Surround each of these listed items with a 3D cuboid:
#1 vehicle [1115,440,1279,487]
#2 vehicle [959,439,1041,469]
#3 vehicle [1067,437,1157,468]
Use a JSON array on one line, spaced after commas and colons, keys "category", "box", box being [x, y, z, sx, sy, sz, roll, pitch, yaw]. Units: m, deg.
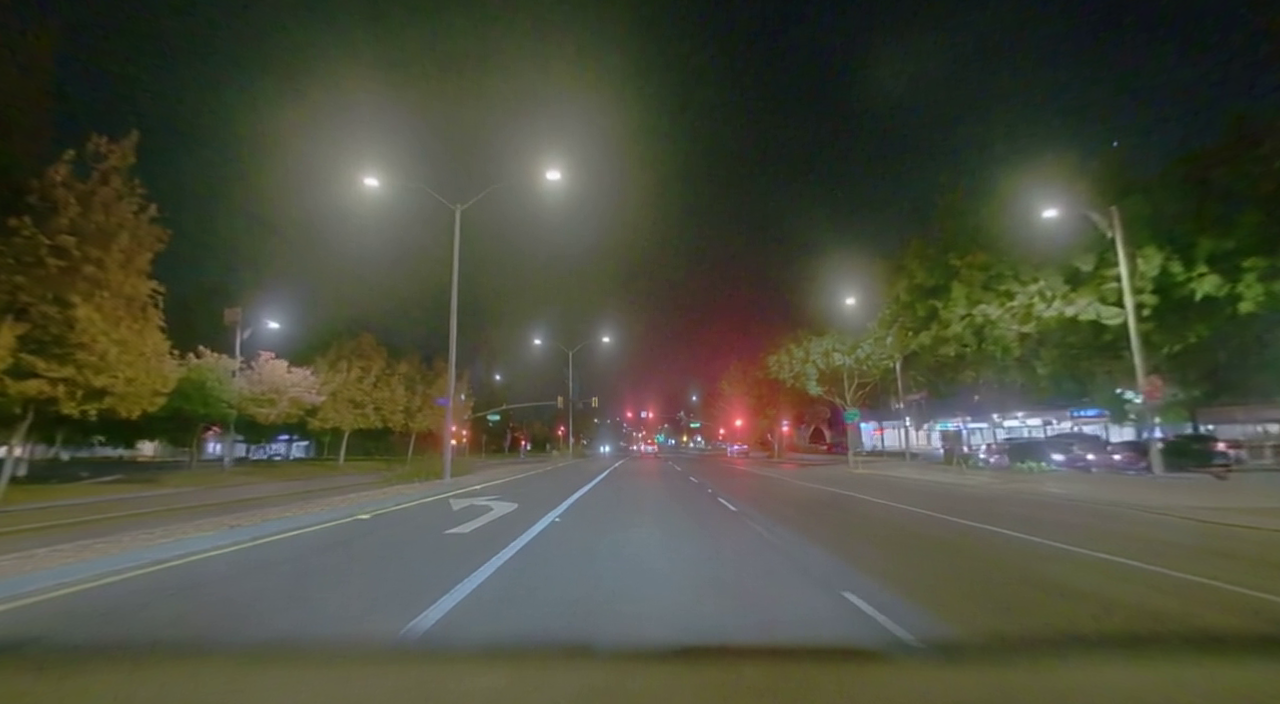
[{"category": "vehicle", "box": [18.876, 3.699, 21.157, 4.348, 1.448, 1.976, -5, -10, 30]}, {"category": "vehicle", "box": [19.261, 5.474, 33.977, 1.842, 1.495, 4.474, 0, -8, 1]}, {"category": "vehicle", "box": [24.900, 5.317, 33.417, 1.736, 1.516, 4.047, 0, -8, 3]}]
